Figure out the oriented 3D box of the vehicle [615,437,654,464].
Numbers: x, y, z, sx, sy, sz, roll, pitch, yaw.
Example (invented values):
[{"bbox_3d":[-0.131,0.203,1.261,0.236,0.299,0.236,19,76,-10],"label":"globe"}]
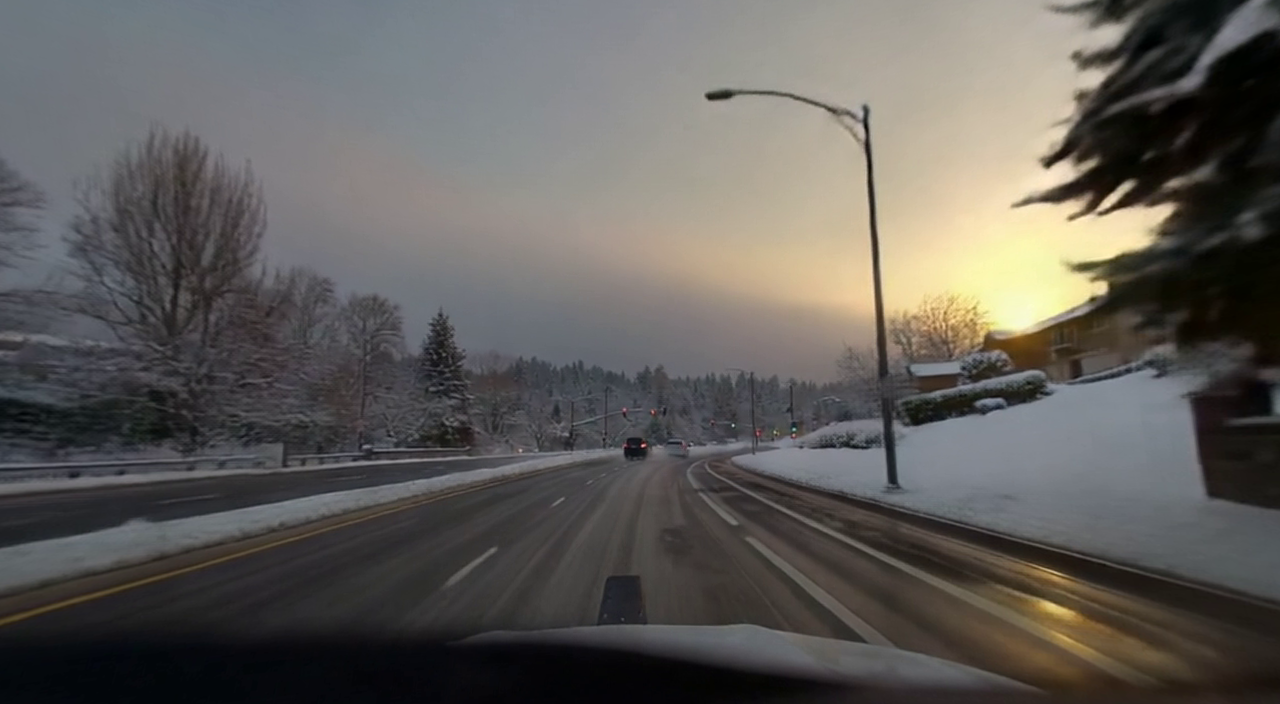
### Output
[{"bbox_3d":[-0.346,7.246,46.266,2.152,1.822,4.391,-1,-9,10],"label":"vehicle"}]
